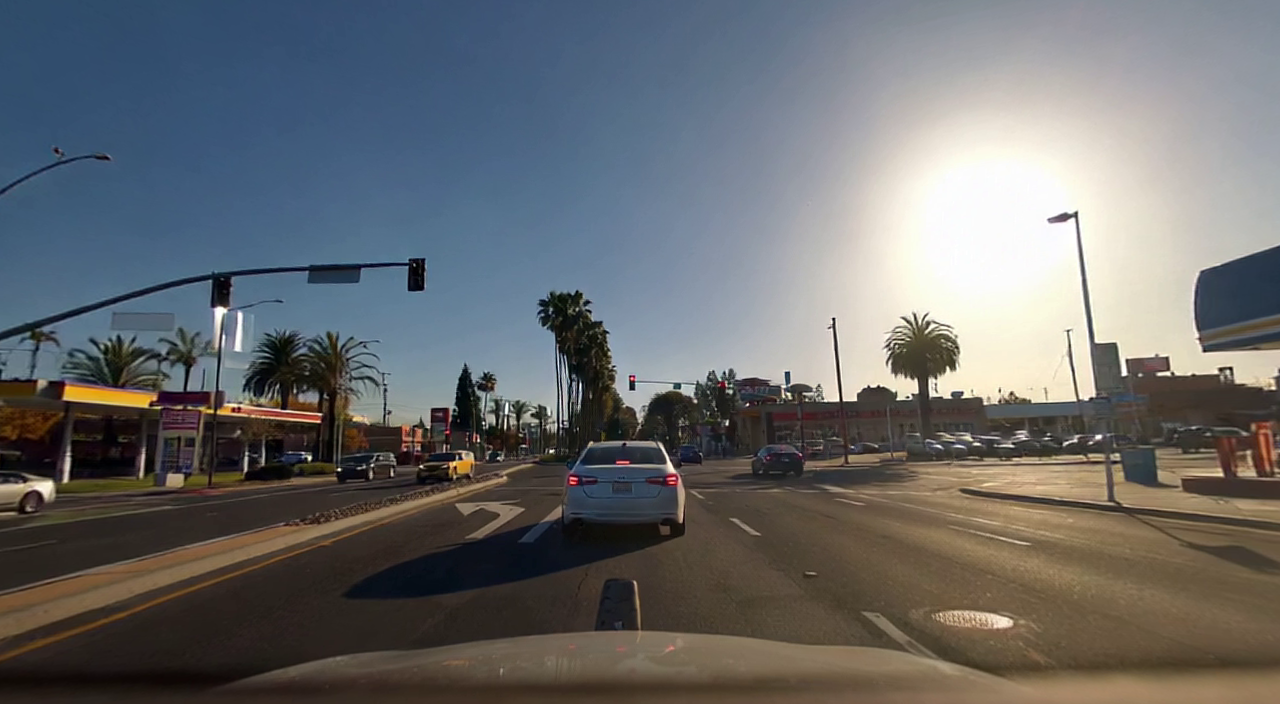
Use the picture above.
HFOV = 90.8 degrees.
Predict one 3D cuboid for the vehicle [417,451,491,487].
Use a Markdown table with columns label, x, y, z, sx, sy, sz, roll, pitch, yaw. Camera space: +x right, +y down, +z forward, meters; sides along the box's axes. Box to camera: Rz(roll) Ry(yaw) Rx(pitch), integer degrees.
| label | x | y | z | sx | sy | sz | roll | pitch | yaw |
| --- | --- | --- | --- | --- | --- | --- | --- | --- | --- |
| vehicle | -8.283 | 5.218 | 28.574 | 1.904 | 1.450 | 4.689 | 0 | -8 | 0 |

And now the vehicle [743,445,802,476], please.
| label | x | y | z | sx | sy | sz | roll | pitch | yaw |
| --- | --- | --- | --- | --- | --- | --- | --- | --- | --- |
| vehicle | 6.802 | 5.608 | 32.941 | 2.017 | 1.491 | 4.420 | 0 | -8 | -1 |

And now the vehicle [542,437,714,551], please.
| label | x | y | z | sx | sy | sz | roll | pitch | yaw |
| --- | --- | --- | --- | --- | --- | --- | --- | --- | --- |
| vehicle | -0.234 | 2.223 | 10.691 | 2.270 | 1.475 | 4.571 | 0 | -8 | -2 |

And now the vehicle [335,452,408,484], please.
| label | x | y | z | sx | sy | sz | roll | pitch | yaw |
| --- | --- | --- | --- | --- | --- | --- | --- | --- | --- |
| vehicle | -15.258 | 6.595 | 36.221 | 2.120 | 1.629 | 4.686 | 0 | -8 | 0 |
